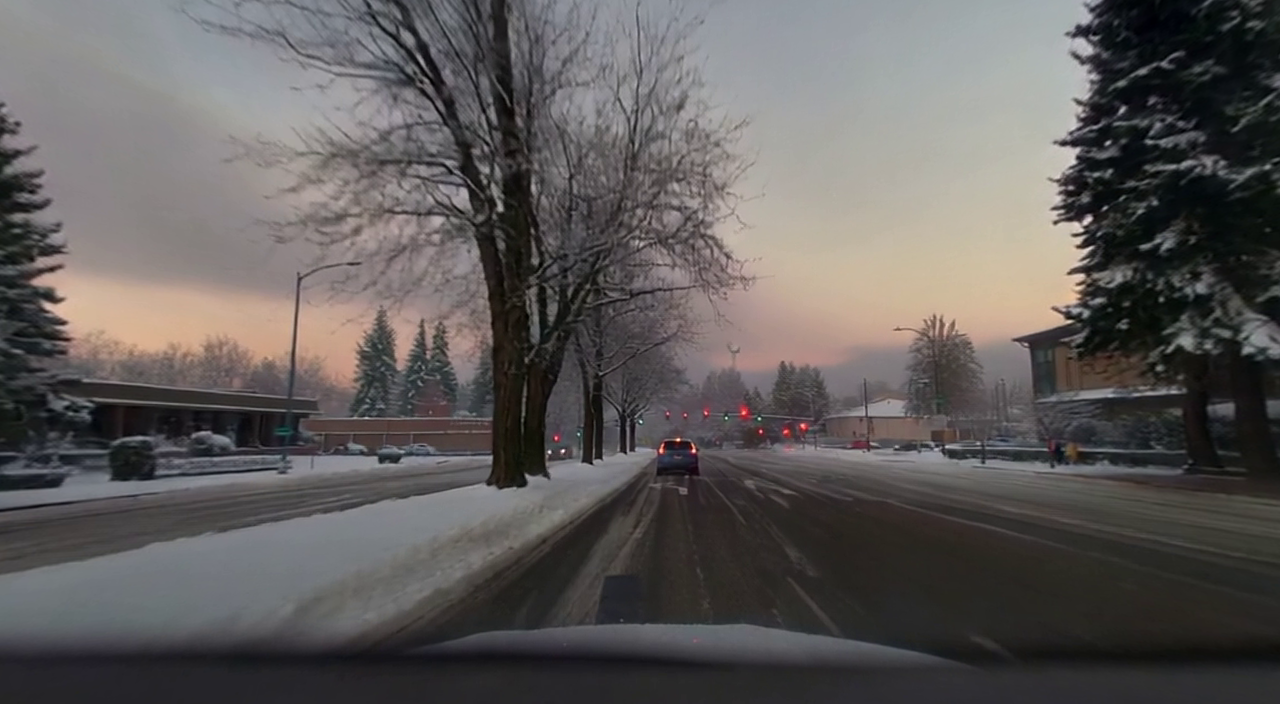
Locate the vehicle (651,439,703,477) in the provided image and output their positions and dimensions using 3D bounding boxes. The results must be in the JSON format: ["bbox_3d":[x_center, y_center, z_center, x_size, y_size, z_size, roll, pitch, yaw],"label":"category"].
[{"bbox_3d":[1.565,4.493,27.129,2.064,1.477,3.968,0,-8,3],"label":"vehicle"}]
